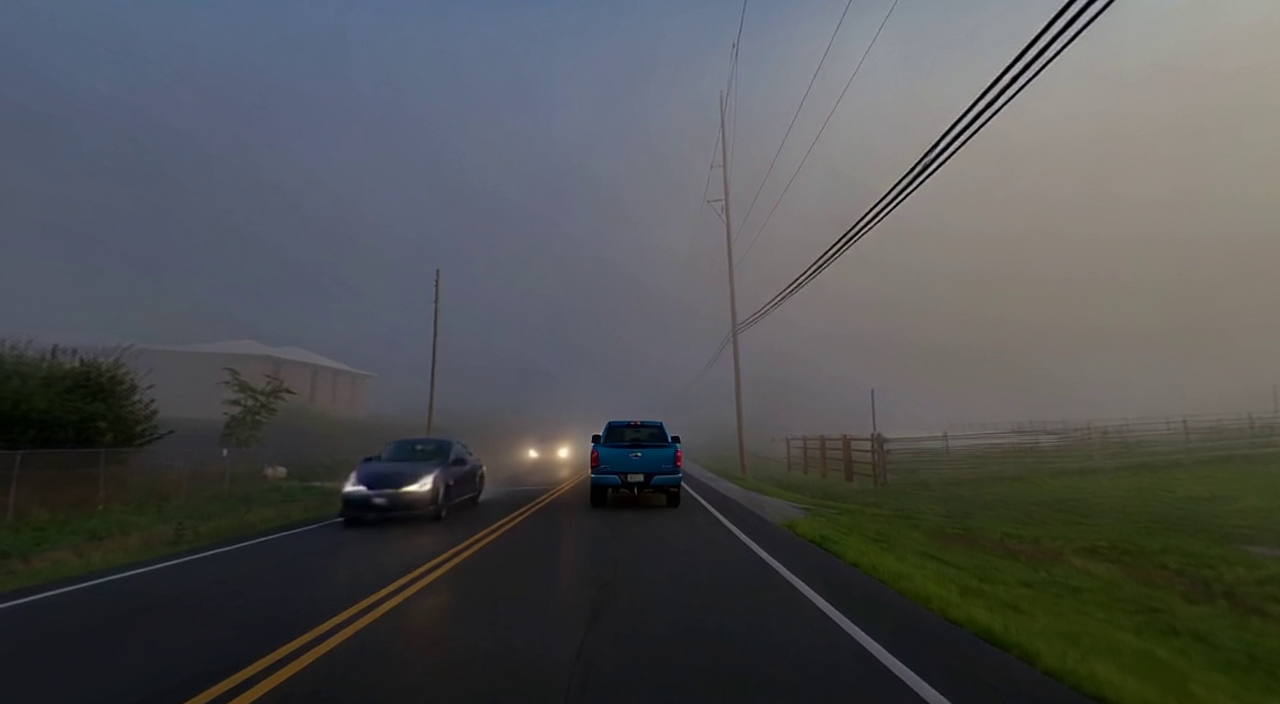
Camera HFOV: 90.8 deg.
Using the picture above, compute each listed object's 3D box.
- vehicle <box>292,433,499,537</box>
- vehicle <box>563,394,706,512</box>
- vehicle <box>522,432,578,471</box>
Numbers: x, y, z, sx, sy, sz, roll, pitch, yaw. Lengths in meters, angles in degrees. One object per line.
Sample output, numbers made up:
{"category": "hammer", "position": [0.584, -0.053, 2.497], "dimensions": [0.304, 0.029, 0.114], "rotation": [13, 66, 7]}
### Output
{"category": "vehicle", "position": [-4.051, 2.263, 11.452], "dimensions": [1.935, 1.489, 4.495], "rotation": [0, -8, 0]}
{"category": "vehicle", "position": [-0.154, 2.336, 14.919], "dimensions": [2.693, 2.223, 5.885], "rotation": [0, -8, -1]}
{"category": "vehicle", "position": [-4.447, 5.045, 32.100], "dimensions": [2.077, 1.805, 4.891], "rotation": [0, -8, 1]}
